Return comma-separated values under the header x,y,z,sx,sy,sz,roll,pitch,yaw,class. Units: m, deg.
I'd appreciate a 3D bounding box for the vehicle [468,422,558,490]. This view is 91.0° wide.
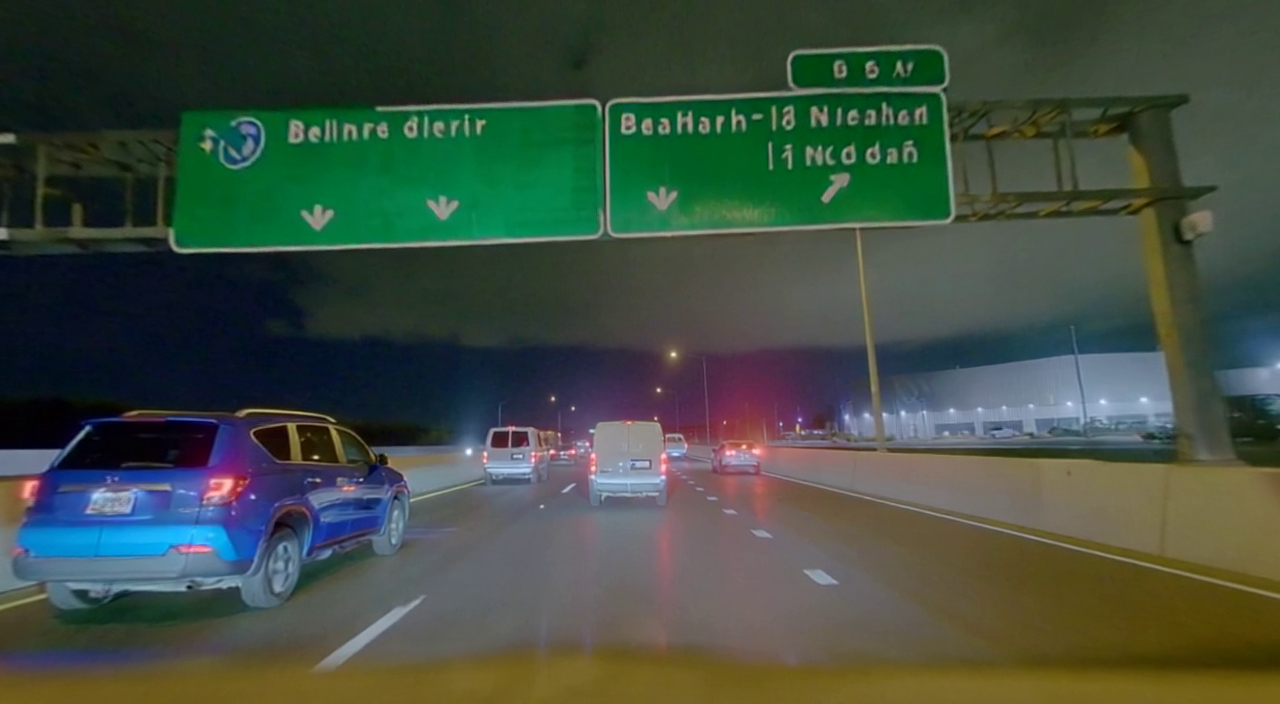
x,y,z,sx,sy,sz,roll,pitch,yaw,class
-3.959,3.306,20.396,2.038,1.936,4.300,0,-8,-1,vehicle

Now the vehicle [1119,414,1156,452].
x,y,z,sx,sy,sz,roll,pitch,yaw,class
30.778,5.023,38.994,1.480,2.238,1.864,-6,-10,34,vehicle

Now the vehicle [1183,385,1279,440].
x,y,z,sx,sy,sz,roll,pitch,yaw,class
36.275,3.759,37.939,2.528,3.094,4.804,-1,-8,1,vehicle

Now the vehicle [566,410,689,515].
x,y,z,sx,sy,sz,roll,pitch,yaw,class
-0.292,2.370,14.004,2.304,1.925,4.282,0,-8,-1,vehicle

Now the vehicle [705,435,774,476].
x,y,z,sx,sy,sz,roll,pitch,yaw,class
3.928,4.159,25.489,1.999,1.494,3.833,0,-8,-2,vehicle

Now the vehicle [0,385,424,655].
x,y,z,sx,sy,sz,roll,pitch,yaw,class
-3.866,1.376,6.252,1.972,1.703,4.333,0,-8,-1,vehicle
